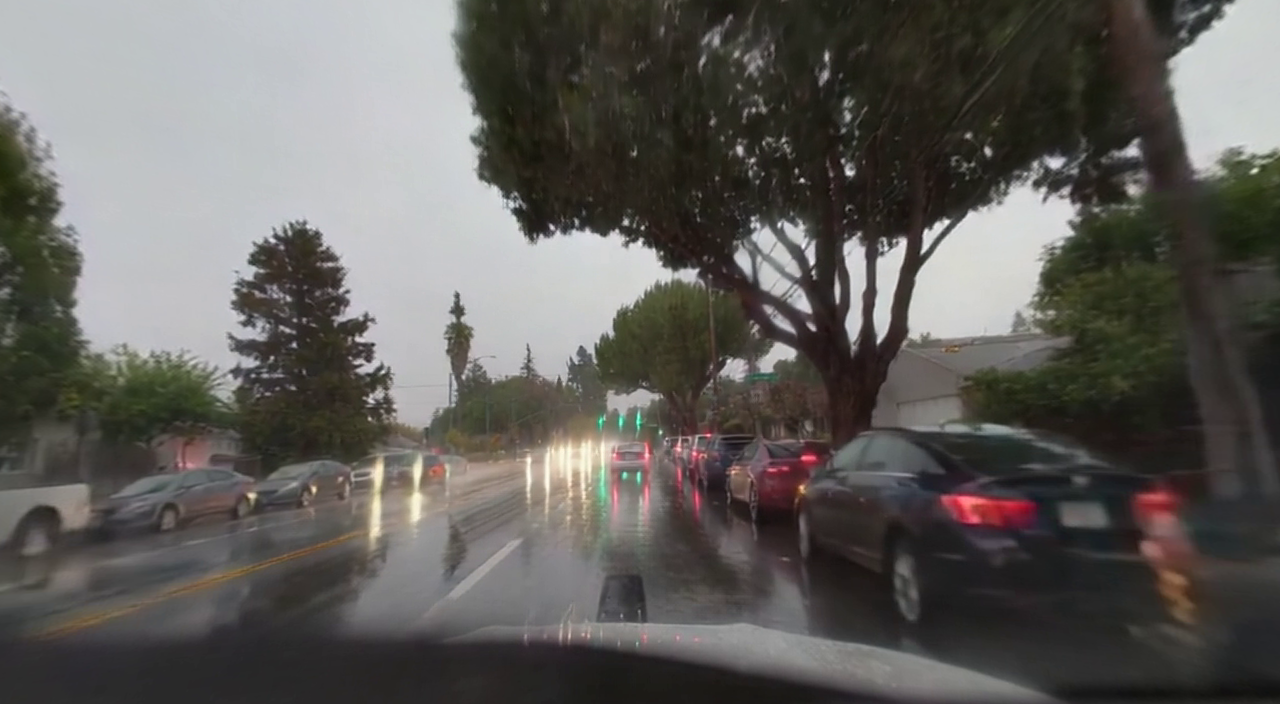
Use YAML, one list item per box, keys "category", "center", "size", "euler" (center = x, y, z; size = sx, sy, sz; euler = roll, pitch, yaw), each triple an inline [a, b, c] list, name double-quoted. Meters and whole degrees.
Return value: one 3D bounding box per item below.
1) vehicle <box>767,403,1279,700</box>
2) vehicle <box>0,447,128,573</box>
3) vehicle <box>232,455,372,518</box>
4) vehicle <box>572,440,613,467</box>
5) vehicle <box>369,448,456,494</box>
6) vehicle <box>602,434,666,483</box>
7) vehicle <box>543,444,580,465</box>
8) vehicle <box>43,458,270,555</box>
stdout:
- category: "vehicle"
  center: [2.647, 1.383, 5.720]
  size: [2.079, 1.552, 4.642]
  euler: [0, -8, 1]
- category: "vehicle"
  center: [-12.125, 2.809, 10.485]
  size: [2.249, 2.093, 6.297]
  euler: [-6, -7, -2]
- category: "vehicle"
  center: [-12.032, 4.756, 22.991]
  size: [2.076, 1.600, 5.382]
  euler: [-8, -8, 0]
- category: "vehicle"
  center: [-2.831, 6.101, 38.330]
  size: [2.117, 1.528, 4.277]
  euler: [0, -8, 0]
- category: "vehicle"
  center: [-8.994, 4.703, 25.425]
  size: [1.918, 1.648, 4.163]
  euler: [0, -8, 0]
- category: "vehicle"
  center: [-0.166, 3.716, 22.361]
  size: [2.041, 1.575, 4.304]
  euler: [0, -8, 0]
- category: "vehicle"
  center: [-5.796, 7.611, 47.052]
  size: [1.987, 1.478, 4.693]
  euler: [0, -8, 2]
- category: "vehicle"
  center: [-12.226, 3.863, 16.599]
  size: [1.979, 1.815, 5.139]
  euler: [-5, -8, 0]
